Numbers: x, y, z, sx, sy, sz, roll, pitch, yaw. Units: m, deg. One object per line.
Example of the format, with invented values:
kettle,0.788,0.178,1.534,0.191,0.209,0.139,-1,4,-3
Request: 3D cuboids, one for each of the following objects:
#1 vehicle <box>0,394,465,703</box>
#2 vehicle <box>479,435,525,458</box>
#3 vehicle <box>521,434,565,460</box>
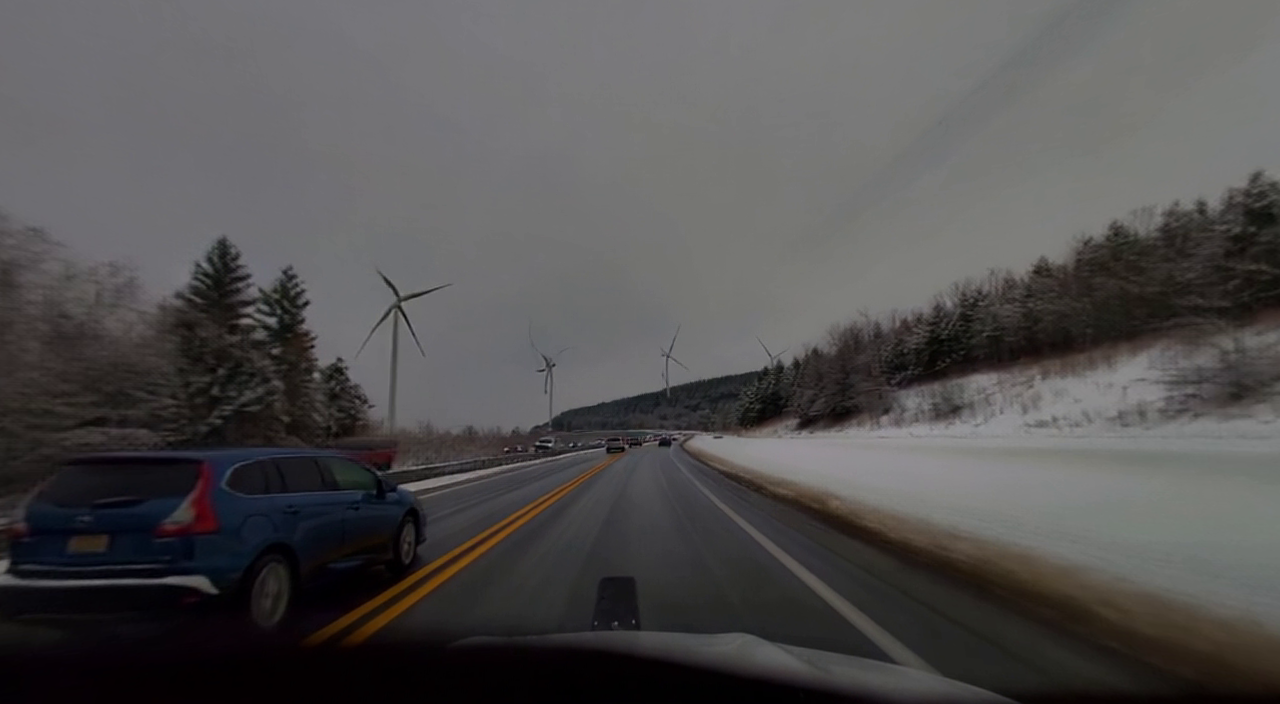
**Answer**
vehicle,-2.813,1.167,4.406,1.918,1.443,4.422,0,-8,0
vehicle,-9.313,6.400,42.907,2.046,1.485,3.990,0,-8,3
vehicle,-5.902,5.828,38.787,1.888,1.462,4.428,0,-8,2
